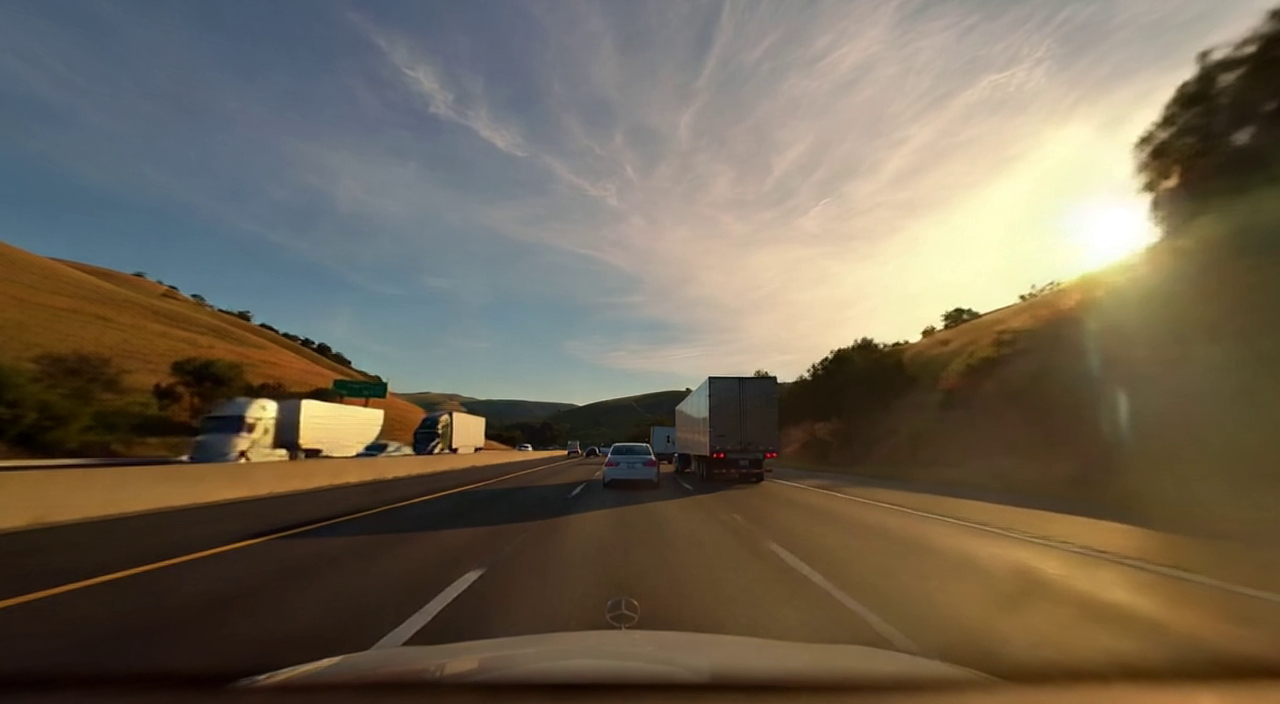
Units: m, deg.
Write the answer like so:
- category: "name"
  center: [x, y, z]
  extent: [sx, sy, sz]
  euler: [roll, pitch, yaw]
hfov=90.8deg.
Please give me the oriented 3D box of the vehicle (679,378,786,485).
- category: "vehicle"
  center: [3.933, 4.073, 30.983]
  extent: [2.812, 4.024, 14.098]
  euler: [0, -9, -1]

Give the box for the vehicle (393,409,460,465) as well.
- category: "vehicle"
  center: [-15.820, 6.419, 47.281]
  extent: [2.985, 3.964, 5.868]
  euler: [0, -9, -1]

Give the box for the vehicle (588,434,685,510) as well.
- category: "vehicle"
  center: [-0.104, 2.928, 15.737]
  extent: [2.109, 1.639, 3.768]
  euler: [0, -9, -1]

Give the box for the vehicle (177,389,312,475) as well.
- category: "vehicle"
  center: [-19.879, 4.155, 32.258]
  extent: [2.977, 3.953, 5.858]
  euler: [0, -9, -1]
